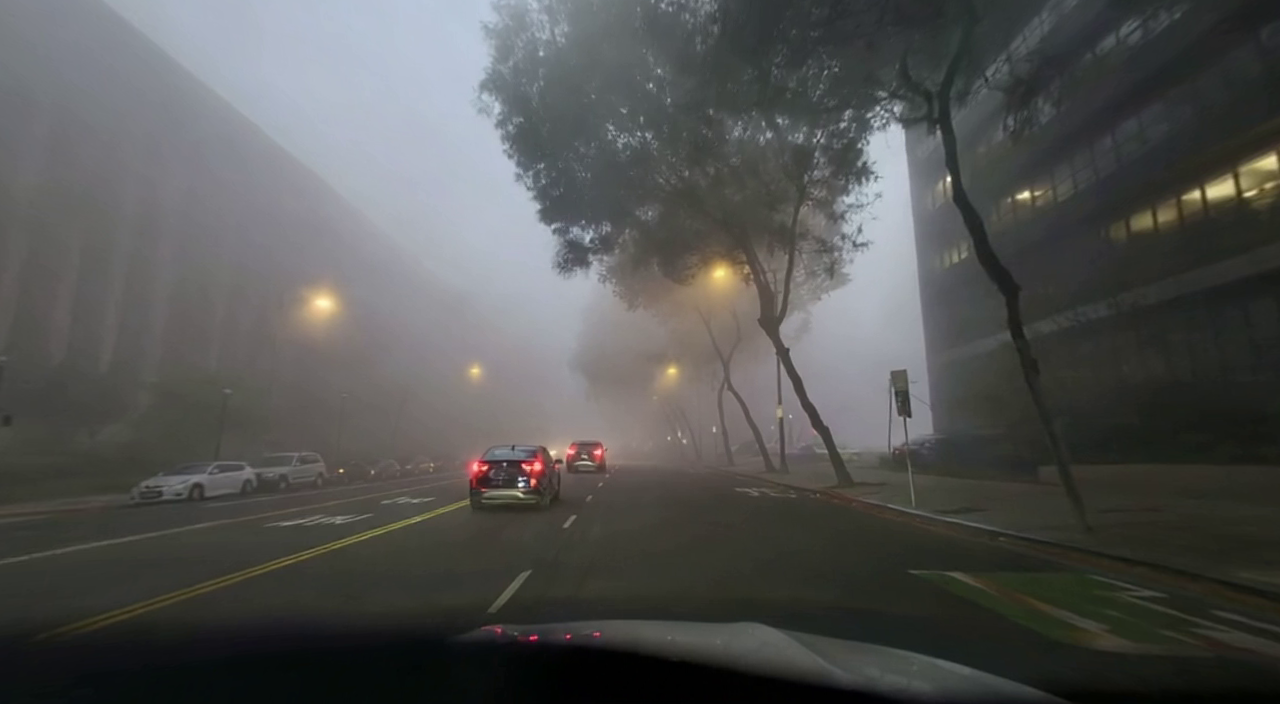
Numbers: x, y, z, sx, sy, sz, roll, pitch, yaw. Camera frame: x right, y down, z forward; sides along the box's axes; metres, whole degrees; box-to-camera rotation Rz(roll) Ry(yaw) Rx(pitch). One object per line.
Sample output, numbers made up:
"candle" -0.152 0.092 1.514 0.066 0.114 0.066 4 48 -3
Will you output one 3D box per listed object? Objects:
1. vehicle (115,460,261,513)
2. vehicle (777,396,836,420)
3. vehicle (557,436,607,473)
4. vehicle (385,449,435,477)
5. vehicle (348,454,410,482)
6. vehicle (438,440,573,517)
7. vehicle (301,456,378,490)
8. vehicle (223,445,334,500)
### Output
"vehicle" -15.588 4.614 22.167 1.775 1.461 4.433 -4 -9 2
"vehicle" 12.069 4.072 45.941 3.827 1.556 1.730 -1 -8 0
"vehicle" -3.021 5.475 33.934 2.190 1.840 4.720 0 -8 1
"vehicle" -15.892 7.673 43.852 1.897 1.805 4.538 0 -8 -2
"vehicle" -15.659 6.987 38.186 1.871 1.485 4.573 0 -8 -1
"vehicle" -2.790 2.722 14.153 2.051 1.454 4.132 0 -8 1
"vehicle" -15.504 6.219 32.858 1.942 1.431 4.553 -5 -9 -3
"vehicle" -15.489 5.152 27.458 2.129 1.967 4.907 -4 -9 -3
